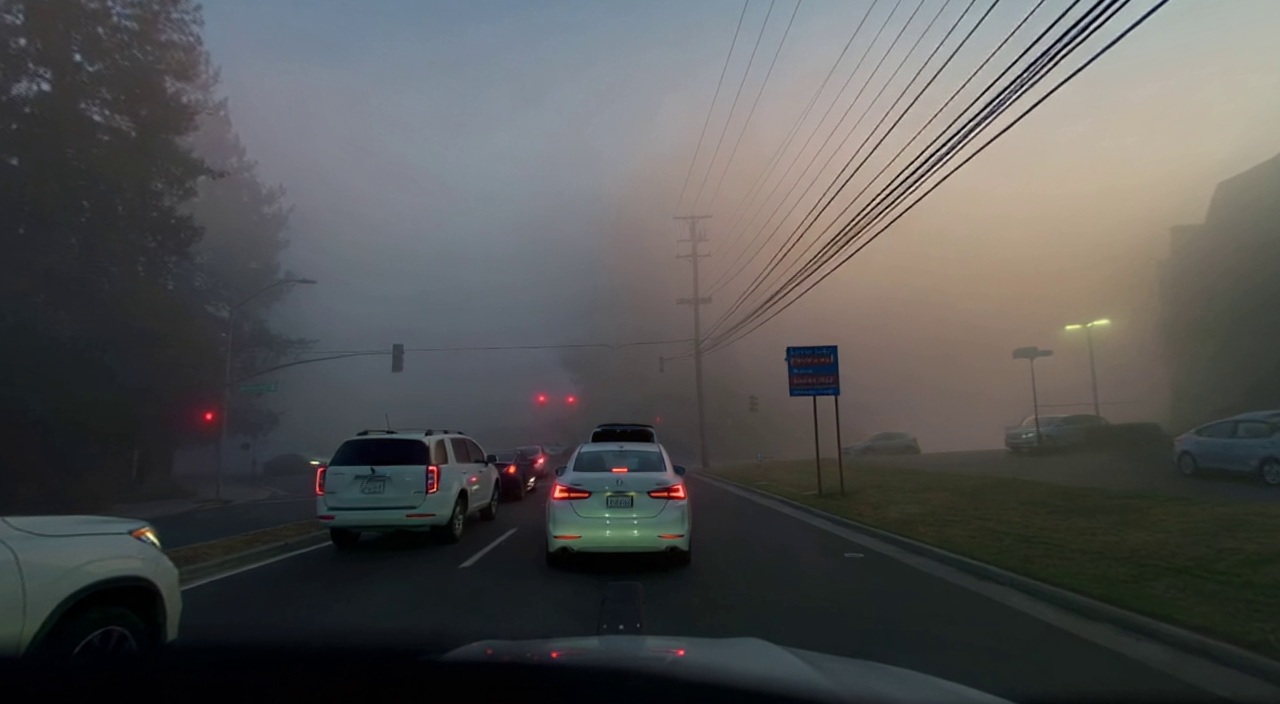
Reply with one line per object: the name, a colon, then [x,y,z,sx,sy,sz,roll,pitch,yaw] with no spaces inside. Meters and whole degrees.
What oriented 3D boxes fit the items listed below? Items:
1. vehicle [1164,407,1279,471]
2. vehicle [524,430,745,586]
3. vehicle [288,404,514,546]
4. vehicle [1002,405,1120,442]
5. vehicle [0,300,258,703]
vehicle: [17.018,2.542,18.268,1.858,1.622,4.491,-5,-10,28]
vehicle: [-0.106,1.800,8.138,2.121,1.474,3.968,0,-8,-2]
vehicle: [-3.847,2.086,11.367,2.147,1.963,4.927,0,-8,-1]
vehicle: [26.888,4.630,40.508,5.782,2.286,2.223,-1,-9,5]
vehicle: [-3.590,0.630,1.521,2.085,1.943,5.053,0,-8,1]
